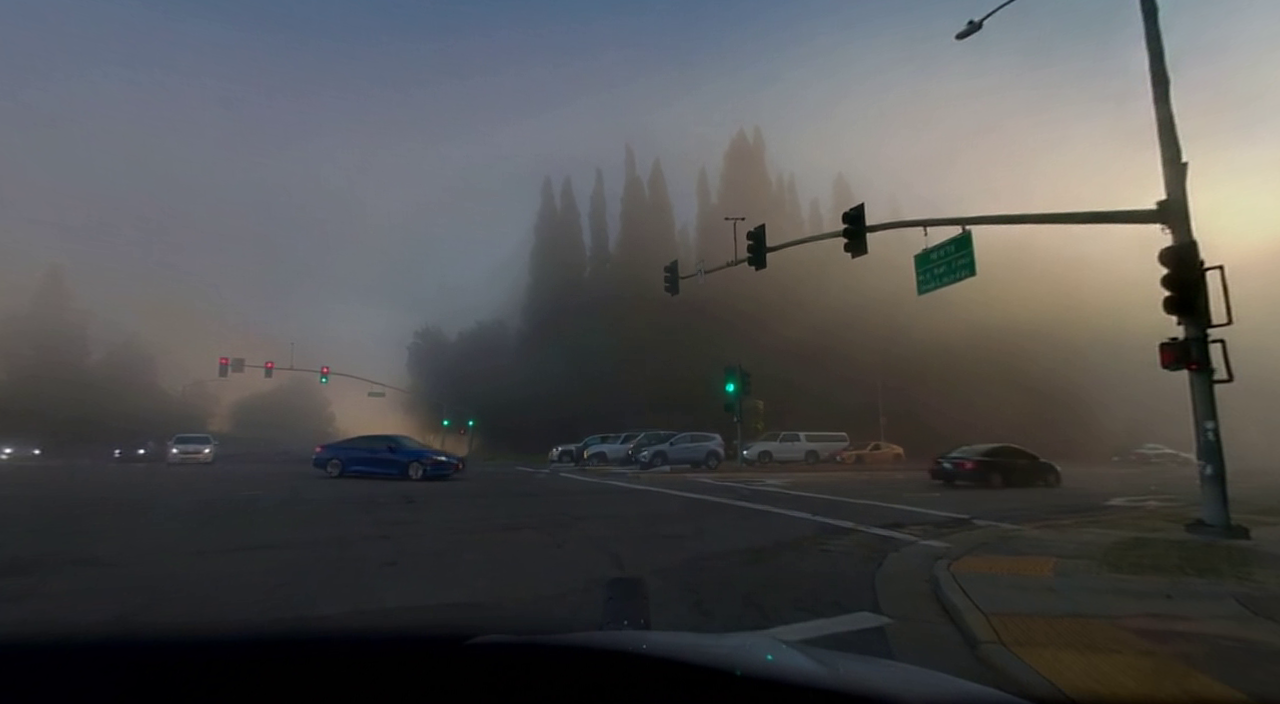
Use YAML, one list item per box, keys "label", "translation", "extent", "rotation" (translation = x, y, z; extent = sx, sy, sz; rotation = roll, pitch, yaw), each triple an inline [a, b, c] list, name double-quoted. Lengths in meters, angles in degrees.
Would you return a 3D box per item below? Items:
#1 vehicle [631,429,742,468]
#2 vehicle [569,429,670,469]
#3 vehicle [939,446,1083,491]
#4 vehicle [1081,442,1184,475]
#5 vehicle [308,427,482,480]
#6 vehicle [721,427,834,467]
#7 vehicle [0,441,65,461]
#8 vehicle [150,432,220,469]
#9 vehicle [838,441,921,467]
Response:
- label: "vehicle"
  translation: [2.044, 4.201, 27.548]
  extent: [4.483, 1.589, 1.852]
  rotation: [4, -9, -26]
- label: "vehicle"
  translation: [-0.950, 4.565, 29.842]
  extent: [4.360, 1.749, 1.895]
  rotation: [4, -10, -28]
- label: "vehicle"
  translation: [12.481, 3.845, 21.202]
  extent: [4.425, 1.366, 1.865]
  rotation: [4, -9, -24]
- label: "vehicle"
  translation: [23.822, 5.123, 30.450]
  extent: [5.032, 1.473, 1.827]
  rotation: [4, -9, -26]
- label: "vehicle"
  translation: [-7.358, 3.019, 18.962]
  extent: [4.686, 1.425, 2.018]
  rotation: [-3, -9, 22]
- label: "vehicle"
  translation: [7.431, 5.143, 33.879]
  extent: [5.791, 1.964, 2.199]
  rotation: [5, -10, -25]
- label: "vehicle"
  translation: [-46.404, 7.399, 47.091]
  extent: [4.589, 1.462, 1.953]
  rotation: [2, -9, -12]
- label: "vehicle"
  translation: [-24.861, 5.352, 34.356]
  extent: [2.450, 1.807, 5.332]
  rotation: [7, -11, -41]
- label: "vehicle"
  translation: [13.931, 5.929, 36.677]
  extent: [4.457, 1.429, 1.862]
  rotation: [4, -9, -25]
